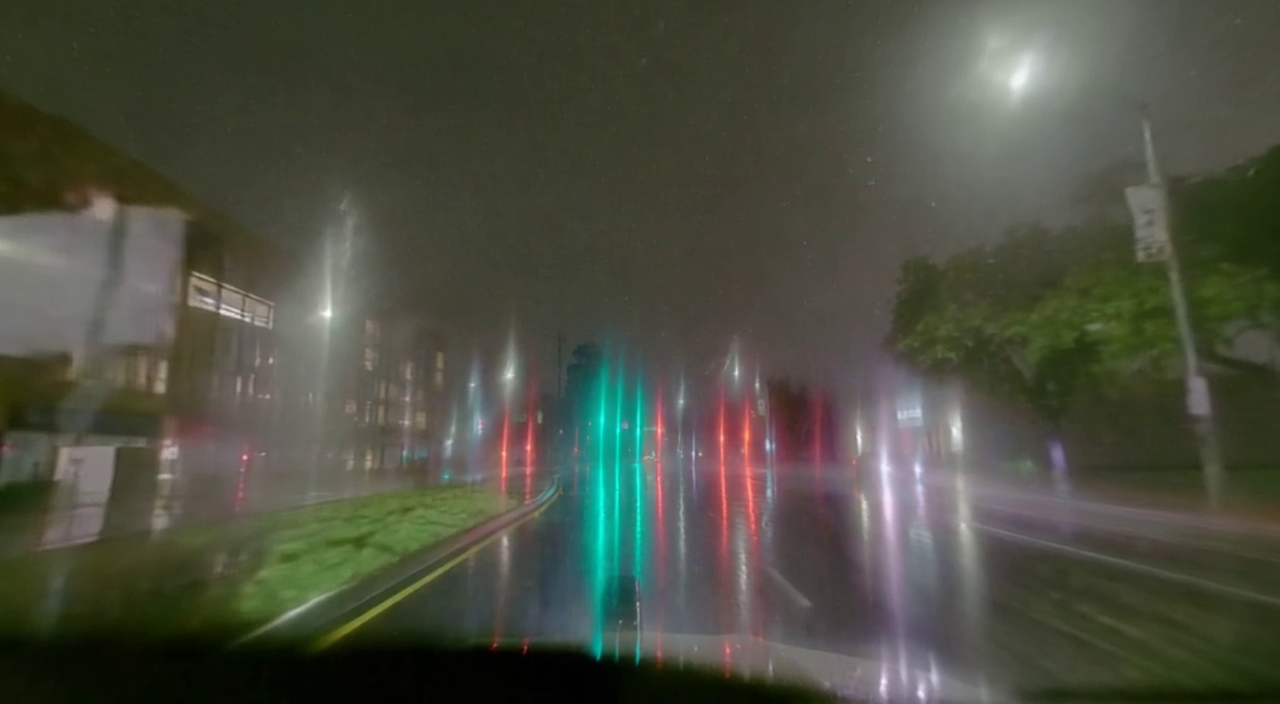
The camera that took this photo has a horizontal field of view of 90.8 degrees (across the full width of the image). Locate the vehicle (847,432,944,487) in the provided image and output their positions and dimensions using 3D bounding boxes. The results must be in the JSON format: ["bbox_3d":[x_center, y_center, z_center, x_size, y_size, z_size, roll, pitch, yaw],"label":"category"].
[{"bbox_3d":[10.016,4.283,25.201,2.101,1.957,4.718,0,-9,3],"label":"vehicle"}]
